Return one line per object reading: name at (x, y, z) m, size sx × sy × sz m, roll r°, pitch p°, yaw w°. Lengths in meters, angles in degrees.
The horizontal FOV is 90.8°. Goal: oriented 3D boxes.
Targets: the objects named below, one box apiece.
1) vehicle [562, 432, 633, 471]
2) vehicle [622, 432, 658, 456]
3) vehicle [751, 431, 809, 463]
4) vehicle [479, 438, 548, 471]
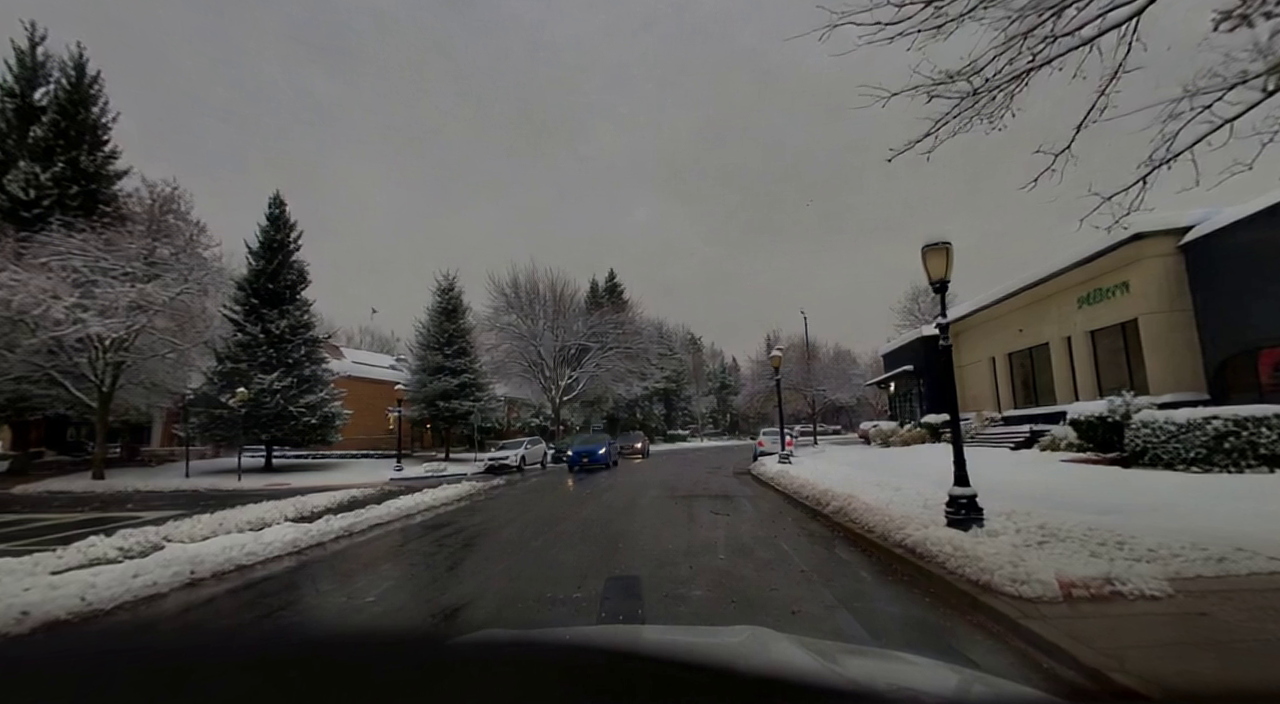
vehicle at (-1.656, 4.163, 26.534) m, size 2.056 × 1.508 × 4.596 m, roll -1°, pitch -9°, yaw 8°
vehicle at (0.065, 6.700, 46.055) m, size 2.110 × 1.651 × 4.410 m, roll -1°, pitch -9°, yaw 7°
vehicle at (6.778, 4.640, 31.065) m, size 1.918 × 1.461 × 4.419 m, roll -1°, pitch -8°, yaw 1°
vehicle at (-5.984, 4.935, 30.485) m, size 1.968 × 1.443 × 4.358 m, roll -1°, pitch -9°, yaw 6°
